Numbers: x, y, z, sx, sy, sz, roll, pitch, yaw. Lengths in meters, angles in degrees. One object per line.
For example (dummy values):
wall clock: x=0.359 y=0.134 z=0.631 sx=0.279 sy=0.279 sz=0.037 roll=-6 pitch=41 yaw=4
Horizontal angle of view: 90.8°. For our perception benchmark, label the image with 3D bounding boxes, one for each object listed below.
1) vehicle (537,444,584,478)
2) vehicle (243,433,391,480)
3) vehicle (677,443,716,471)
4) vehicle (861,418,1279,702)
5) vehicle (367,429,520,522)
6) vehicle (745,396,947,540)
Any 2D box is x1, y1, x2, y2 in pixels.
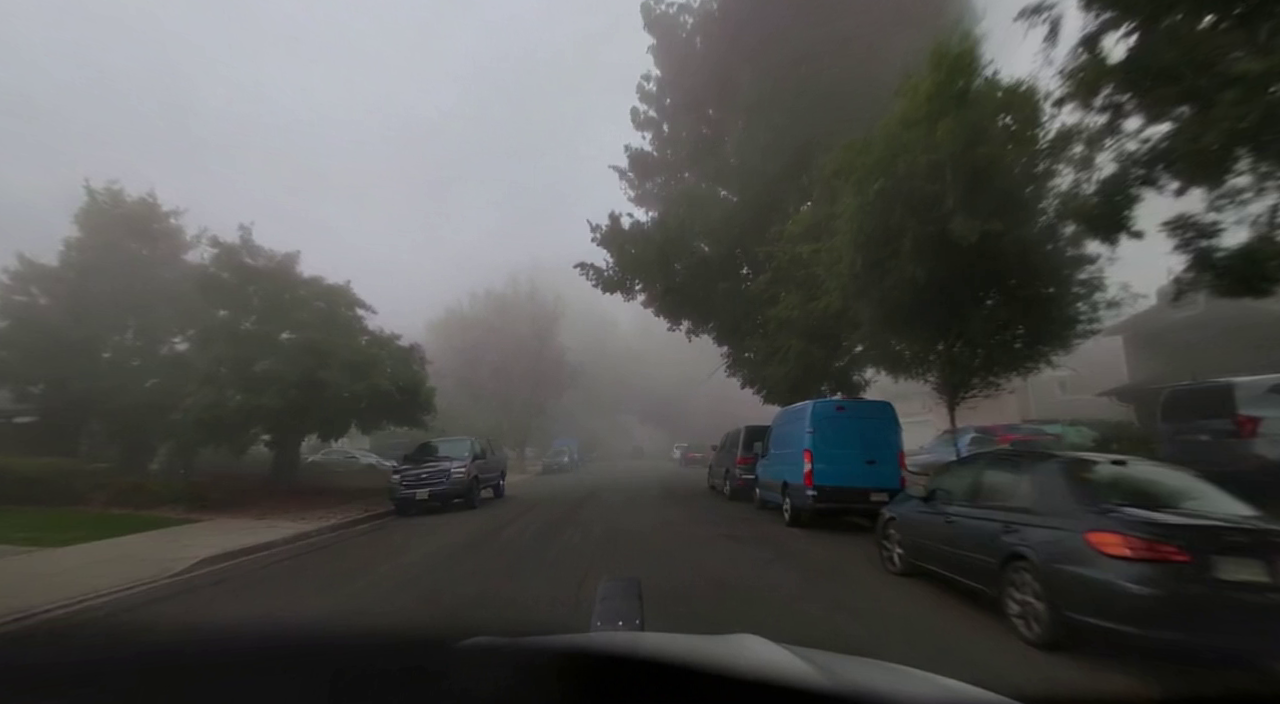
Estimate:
vehicle: x=-4.773 y=6.592 z=38.538 sx=2.116 sy=1.659 sz=4.832 roll=-3 pitch=-7 yaw=1
vehicle: x=-12.854 y=4.170 z=25.386 sx=4.739 sy=1.744 sz=2.135 roll=0 pitch=-8 yaw=-1
vehicle: x=3.901 y=7.373 z=44.608 sx=2.152 sy=1.810 sz=5.846 roll=0 pitch=-9 yaw=0
vehicle: x=3.992 y=1.537 z=6.060 sx=1.908 sy=1.543 sz=5.022 roll=0 pitch=-9 yaw=0
vehicle: x=-4.878 y=3.112 z=16.855 sx=2.364 sy=1.968 sz=5.671 roll=-1 pitch=-8 yaw=-1
vehicle: x=3.522 y=2.122 z=12.024 sx=2.144 sy=2.166 sz=4.766 roll=0 pitch=-9 yaw=-1
